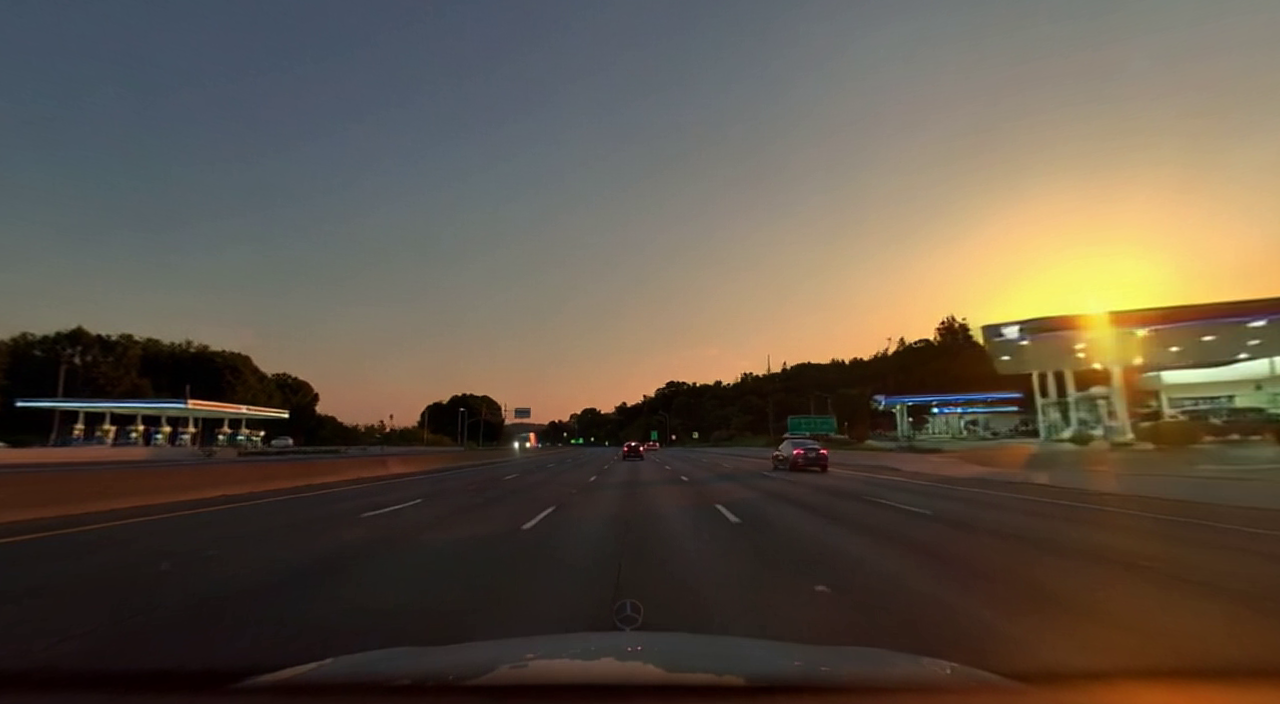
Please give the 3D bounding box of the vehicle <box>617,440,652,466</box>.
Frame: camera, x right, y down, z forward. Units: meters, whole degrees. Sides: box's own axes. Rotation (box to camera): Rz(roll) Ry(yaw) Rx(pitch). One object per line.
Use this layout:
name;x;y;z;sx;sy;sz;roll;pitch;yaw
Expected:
vehicle;-0.368;6.179;38.712;1.999;1.473;4.351;0;-8;-1

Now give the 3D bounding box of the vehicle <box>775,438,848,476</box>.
vehicle;7.091;4.372;26.545;1.867;1.463;4.295;0;-8;0
